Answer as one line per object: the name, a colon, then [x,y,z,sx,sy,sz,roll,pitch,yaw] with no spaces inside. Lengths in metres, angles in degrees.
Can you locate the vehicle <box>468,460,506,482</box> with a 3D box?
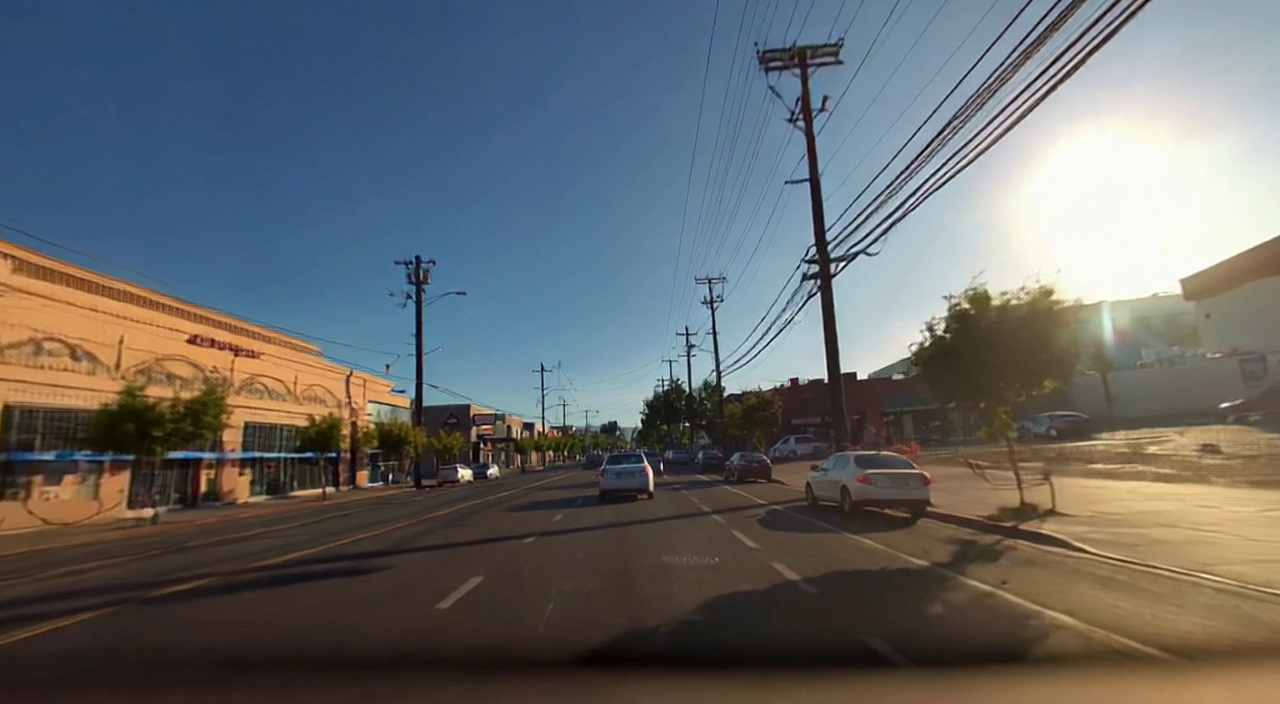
vehicle: [-11.550,9.003,47.835,1.817,1.480,4.282,0,-9,0]

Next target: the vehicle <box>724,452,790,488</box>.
vehicle: [5.134,5.218,28.333,1.987,1.459,4.677,0,-9,-1]

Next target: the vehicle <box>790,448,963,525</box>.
vehicle: [5.217,3.009,14.853,2.108,1.471,4.948,0,-9,-1]

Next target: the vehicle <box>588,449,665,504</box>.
vehicle: [-0.357,3.752,19.473,2.116,1.479,3.980,0,-9,0]

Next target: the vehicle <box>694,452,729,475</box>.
vehicle: [5.214,8.203,46.683,1.937,1.523,4.541,0,-9,-1]

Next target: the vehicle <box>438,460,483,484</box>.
vehicle: [-11.773,7.890,41.738,1.828,1.457,4.371,0,-9,-2]
